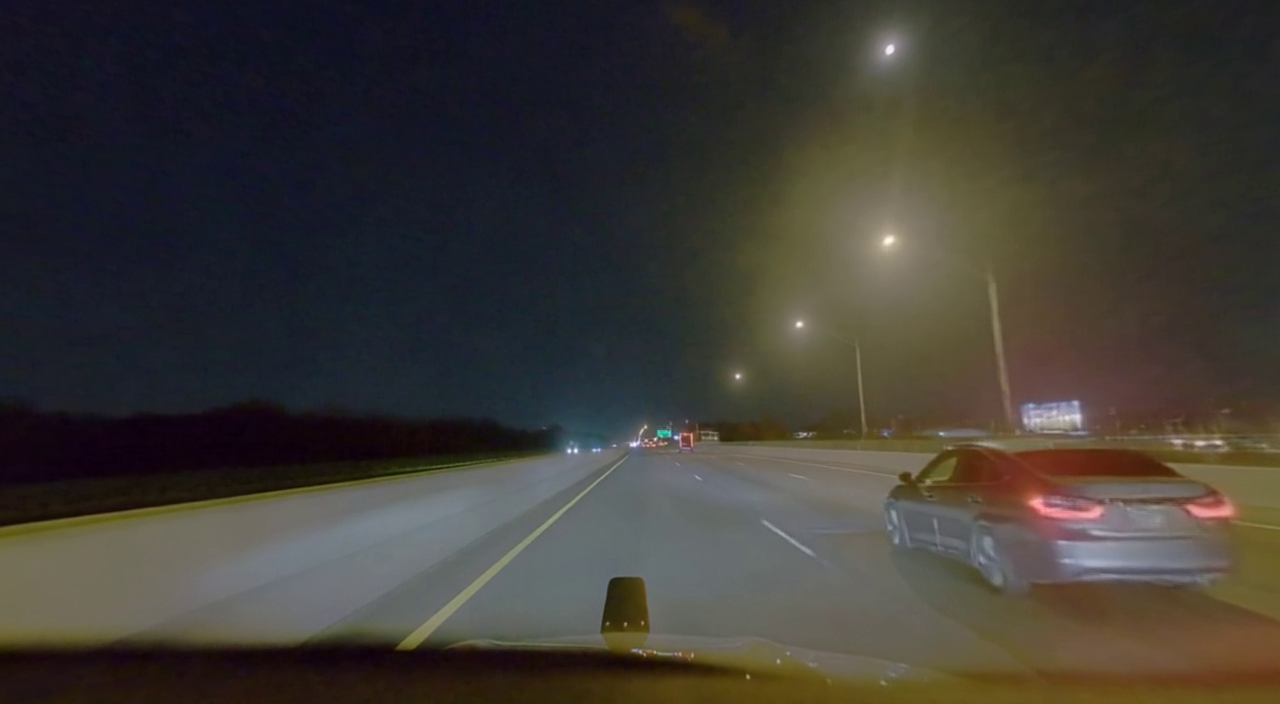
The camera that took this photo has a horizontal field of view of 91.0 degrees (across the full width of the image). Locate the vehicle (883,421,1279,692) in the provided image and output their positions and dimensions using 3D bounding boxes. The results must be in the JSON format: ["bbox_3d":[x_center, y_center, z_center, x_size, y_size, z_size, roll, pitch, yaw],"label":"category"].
[{"bbox_3d":[3.672,1.348,5.286,1.683,1.400,3.868,0,-8,0],"label":"vehicle"}]
